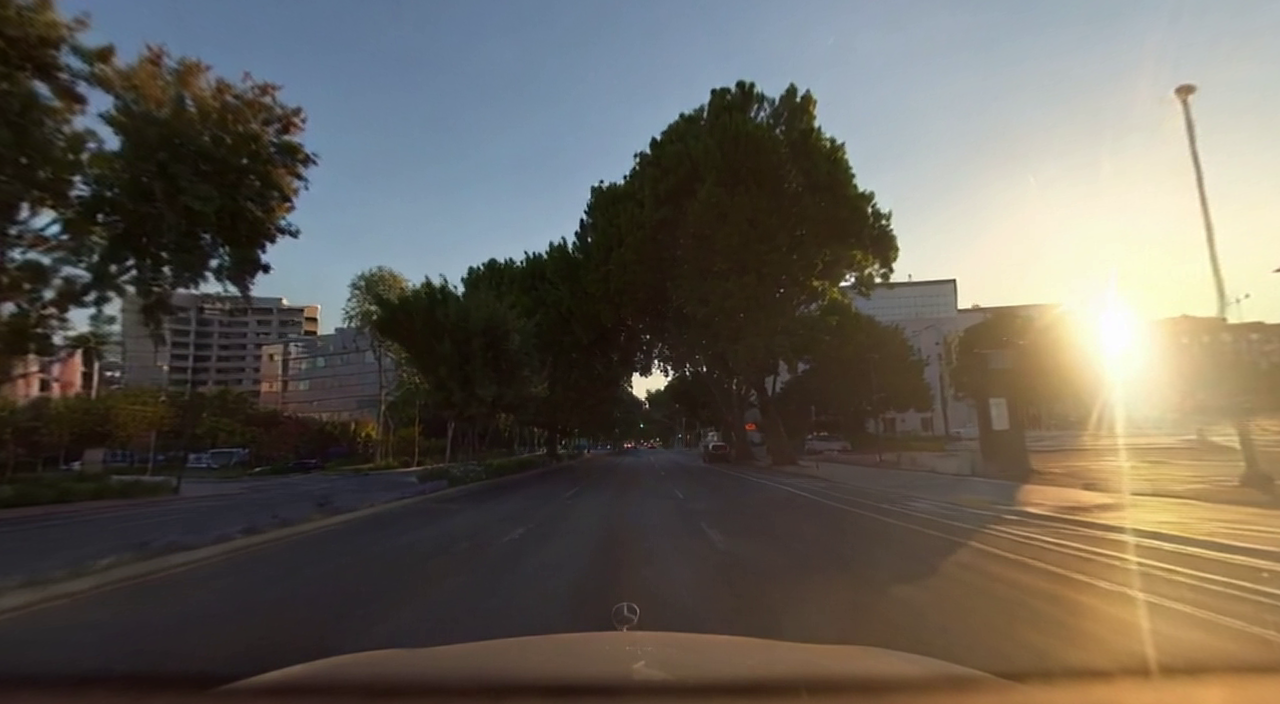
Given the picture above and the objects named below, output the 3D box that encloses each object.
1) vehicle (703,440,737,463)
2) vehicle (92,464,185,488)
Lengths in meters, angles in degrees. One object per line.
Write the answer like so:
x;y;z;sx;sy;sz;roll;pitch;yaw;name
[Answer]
6.057;7.566;48.227;1.986;1.682;4.341;0;-8;0;vehicle
-32.513;8.017;41.027;4.359;1.405;1.831;0;-8;-1;vehicle
